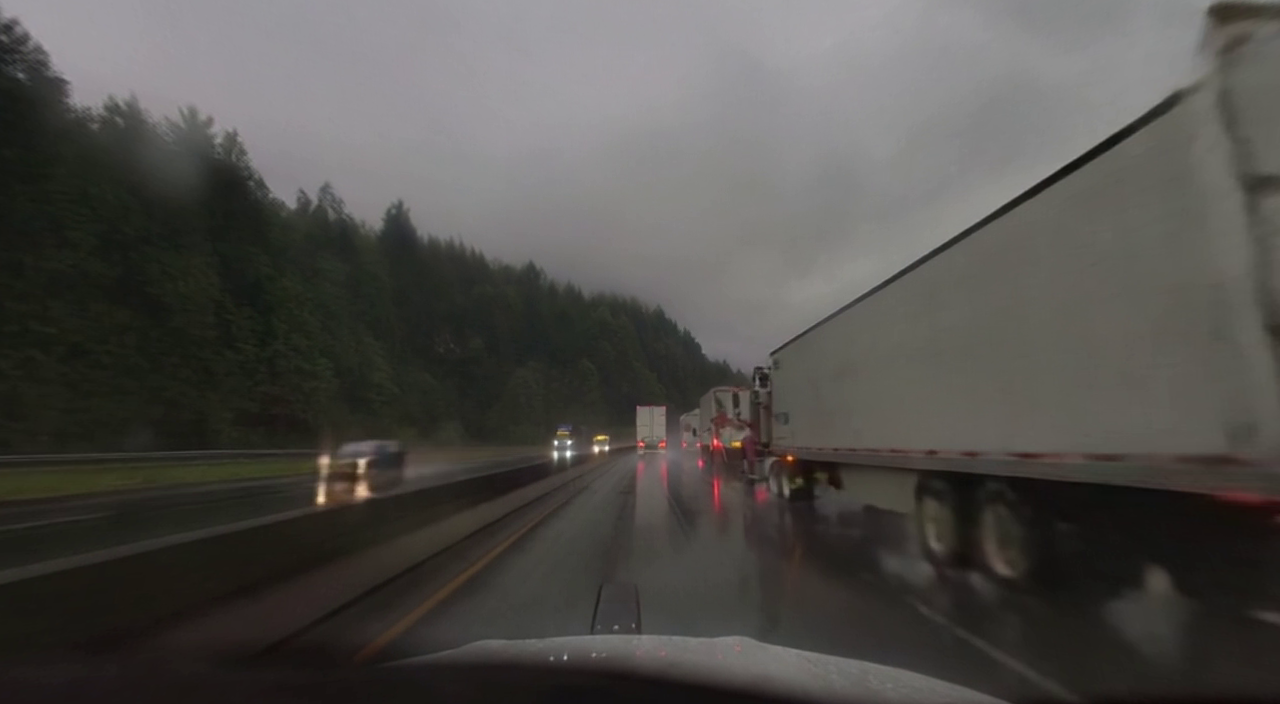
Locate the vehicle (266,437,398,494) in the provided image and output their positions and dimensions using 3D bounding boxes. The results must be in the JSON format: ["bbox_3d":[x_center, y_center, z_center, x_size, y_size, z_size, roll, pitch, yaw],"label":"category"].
[{"bbox_3d":[-8.672,3.199,18.172,1.829,1.406,3.980,0,-8,-1],"label":"vehicle"}]

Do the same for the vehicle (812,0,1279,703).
[{"bbox_3d":[4.481,0.162,6.409,2.860,4.036,8.586,0,-8,-1],"label":"vehicle"}]

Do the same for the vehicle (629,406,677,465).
[{"bbox_3d":[0.818,5.228,39.172,2.644,3.247,7.454,-1,-8,1],"label":"vehicle"}]
